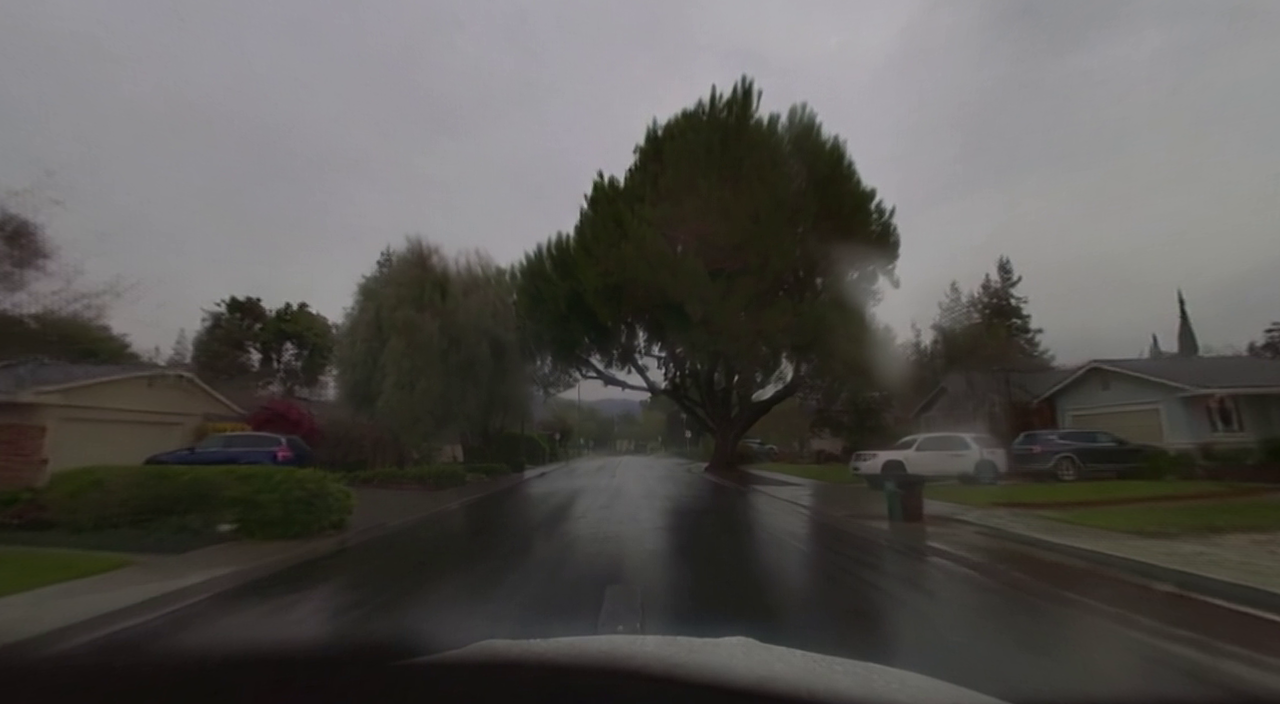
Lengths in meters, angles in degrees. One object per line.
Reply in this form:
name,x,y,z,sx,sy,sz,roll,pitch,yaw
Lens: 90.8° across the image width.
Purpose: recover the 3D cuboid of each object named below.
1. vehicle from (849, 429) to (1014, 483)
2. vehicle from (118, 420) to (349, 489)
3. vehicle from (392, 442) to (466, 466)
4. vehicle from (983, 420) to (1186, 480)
vehicle,9.750,3.516,21.435,4.582,1.719,1.947,0,-8,-1
vehicle,-12.511,3.195,19.801,5.618,1.997,2.201,0,-9,-1
vehicle,-13.893,6.712,41.786,4.190,1.529,1.880,0,-8,-4
vehicle,15.220,3.408,21.889,5.395,1.917,2.153,1,-9,-2
